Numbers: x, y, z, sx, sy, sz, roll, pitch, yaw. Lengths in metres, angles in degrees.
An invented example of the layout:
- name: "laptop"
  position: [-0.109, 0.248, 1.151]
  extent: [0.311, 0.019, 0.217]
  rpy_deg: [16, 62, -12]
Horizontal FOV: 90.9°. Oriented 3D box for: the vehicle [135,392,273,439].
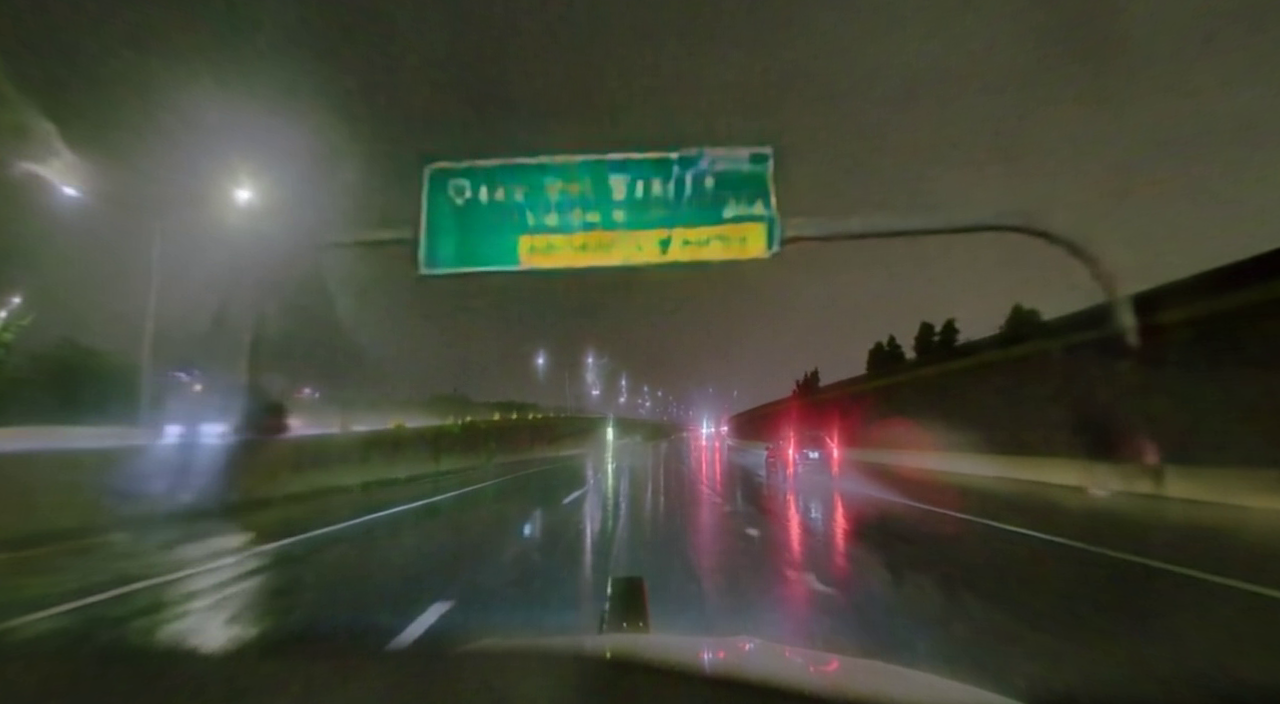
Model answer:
- name: "vehicle"
  position: [-14.777, 2.251, 21.683]
  extent: [1.958, 1.431, 3.739]
  rpy_deg: [-1, -8, 2]
